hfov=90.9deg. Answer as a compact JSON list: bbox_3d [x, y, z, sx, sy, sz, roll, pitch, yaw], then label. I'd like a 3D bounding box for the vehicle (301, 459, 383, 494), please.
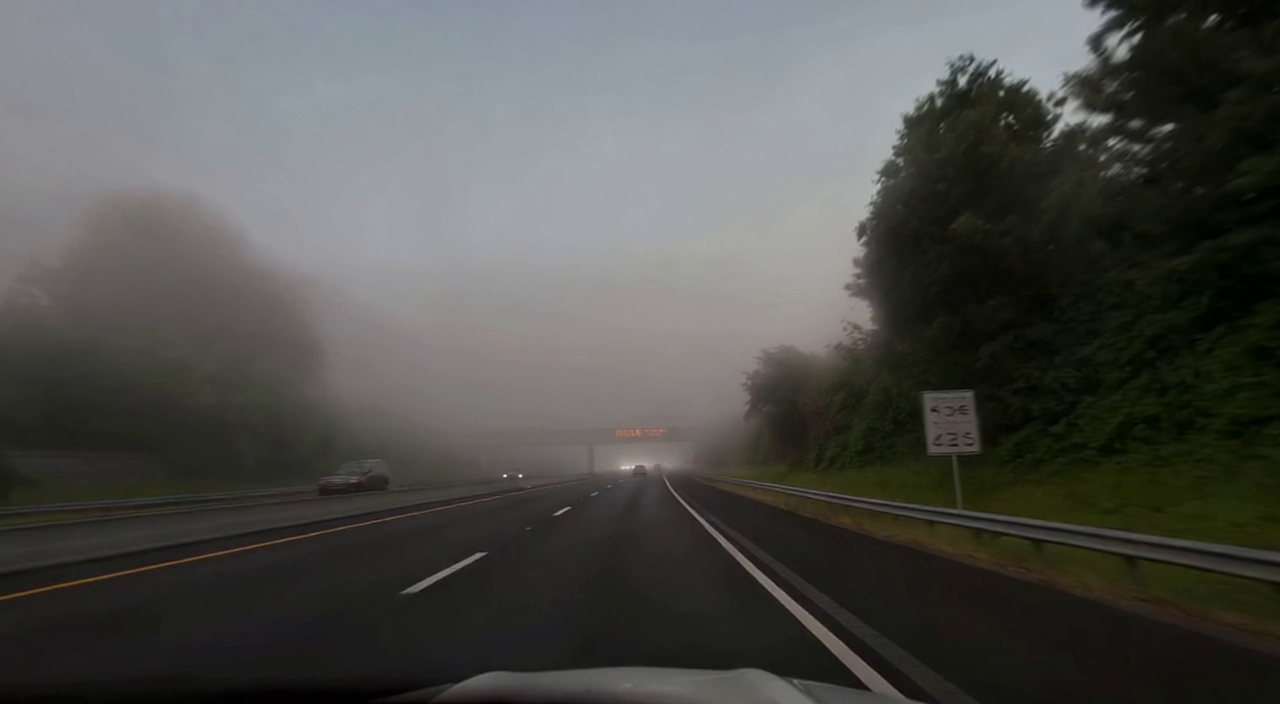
[{"bbox_3d":[-15.641,6.556,33.328,1.940,1.643,4.579,1,-11,2],"label":"vehicle"}]
